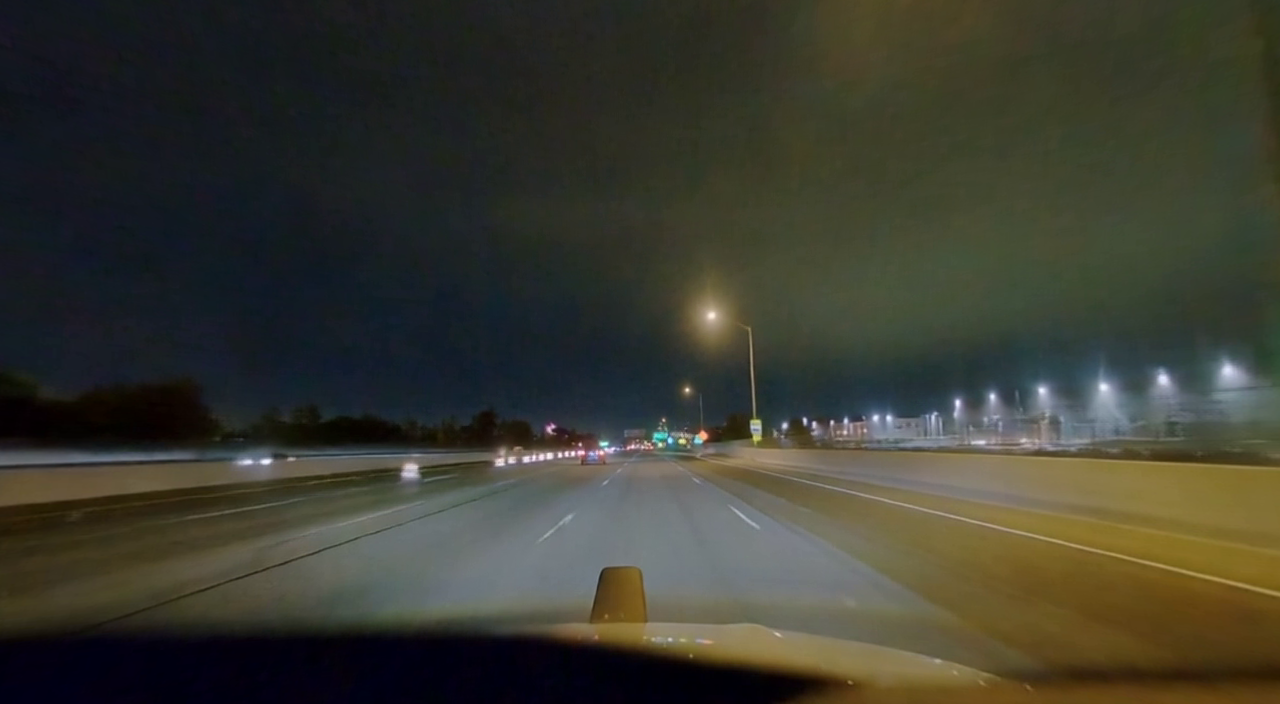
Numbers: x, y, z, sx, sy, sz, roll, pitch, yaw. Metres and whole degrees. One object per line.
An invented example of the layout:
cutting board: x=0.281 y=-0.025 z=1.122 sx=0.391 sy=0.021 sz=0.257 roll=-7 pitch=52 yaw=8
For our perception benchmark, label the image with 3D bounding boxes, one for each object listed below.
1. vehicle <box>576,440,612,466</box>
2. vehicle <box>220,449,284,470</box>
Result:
vehicle: x=-3.020 y=6.694 z=41.873 sx=2.078 sy=1.629 sz=4.059 roll=0 pitch=-8 yaw=1
vehicle: x=-30.136 y=8.360 z=48.985 sx=1.830 sy=1.472 sz=4.852 roll=0 pitch=-8 yaw=1
